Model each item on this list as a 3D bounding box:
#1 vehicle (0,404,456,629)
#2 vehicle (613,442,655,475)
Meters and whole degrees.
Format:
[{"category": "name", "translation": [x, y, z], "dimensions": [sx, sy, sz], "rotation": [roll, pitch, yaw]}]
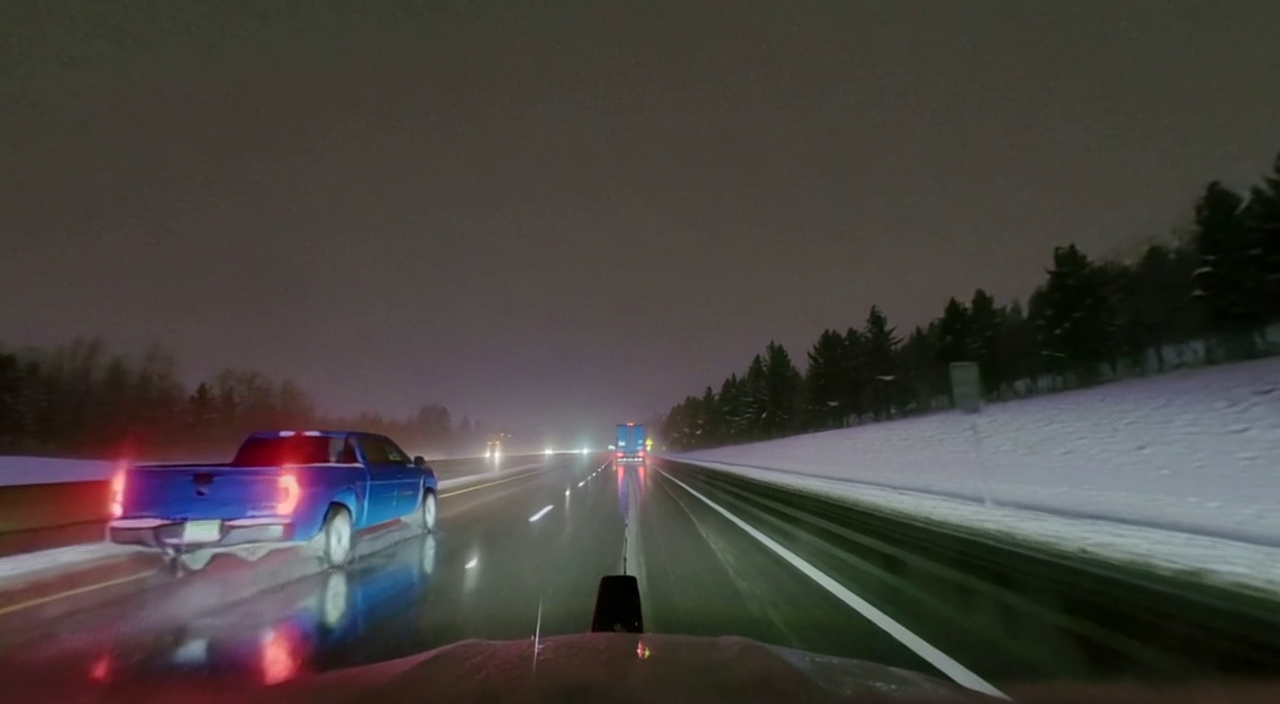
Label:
[{"category": "vehicle", "translation": [-3.868, 1.589, 7.095], "dimensions": [2.181, 1.653, 4.691], "rotation": [0, -9, -1]}, {"category": "vehicle", "translation": [-0.390, 6.030, 35.565], "dimensions": [2.230, 1.715, 4.243], "rotation": [0, -9, -1]}]
